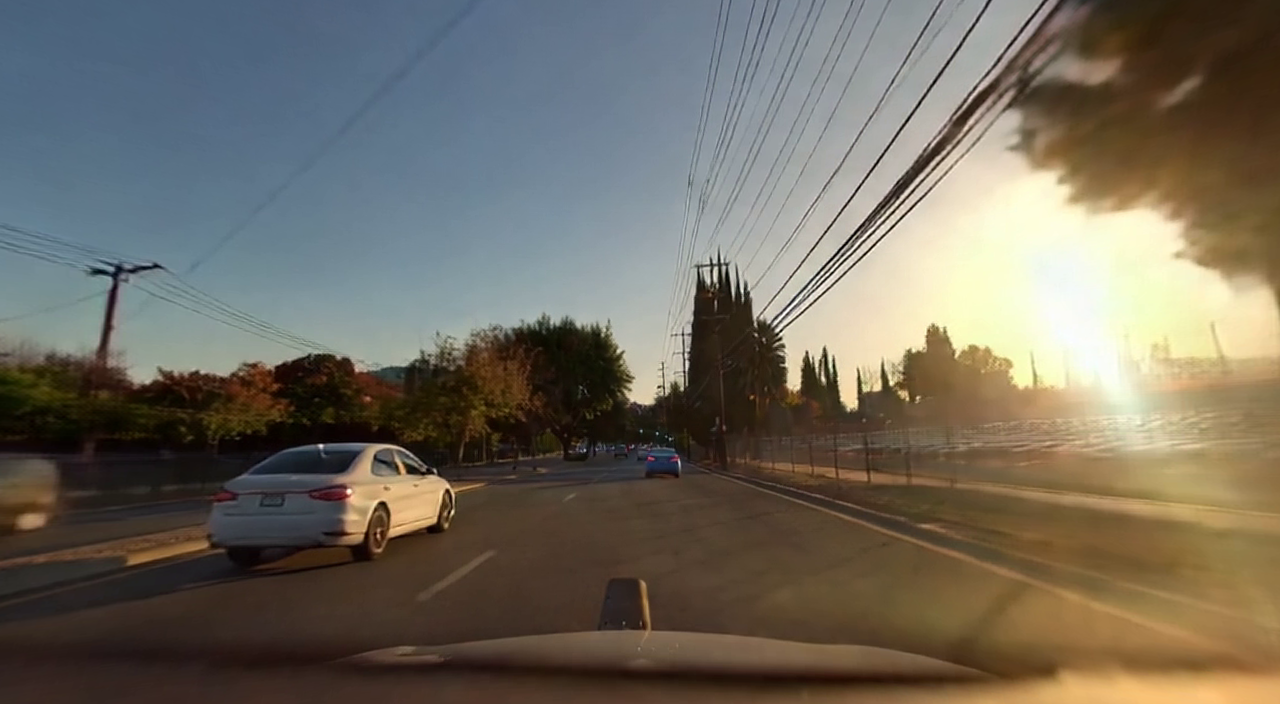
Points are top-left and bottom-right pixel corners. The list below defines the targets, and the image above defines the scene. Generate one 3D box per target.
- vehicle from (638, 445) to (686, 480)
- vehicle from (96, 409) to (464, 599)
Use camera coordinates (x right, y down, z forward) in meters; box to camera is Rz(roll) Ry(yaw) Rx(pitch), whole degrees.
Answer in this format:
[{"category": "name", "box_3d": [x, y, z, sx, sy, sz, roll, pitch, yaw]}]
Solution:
[{"category": "vehicle", "box_3d": [0.988, 5.090, 29.222, 2.059, 1.486, 3.980, 0, -9, 1]}, {"category": "vehicle", "box_3d": [-3.862, 1.697, 7.899, 1.950, 1.692, 4.397, 0, -9, 1]}]
